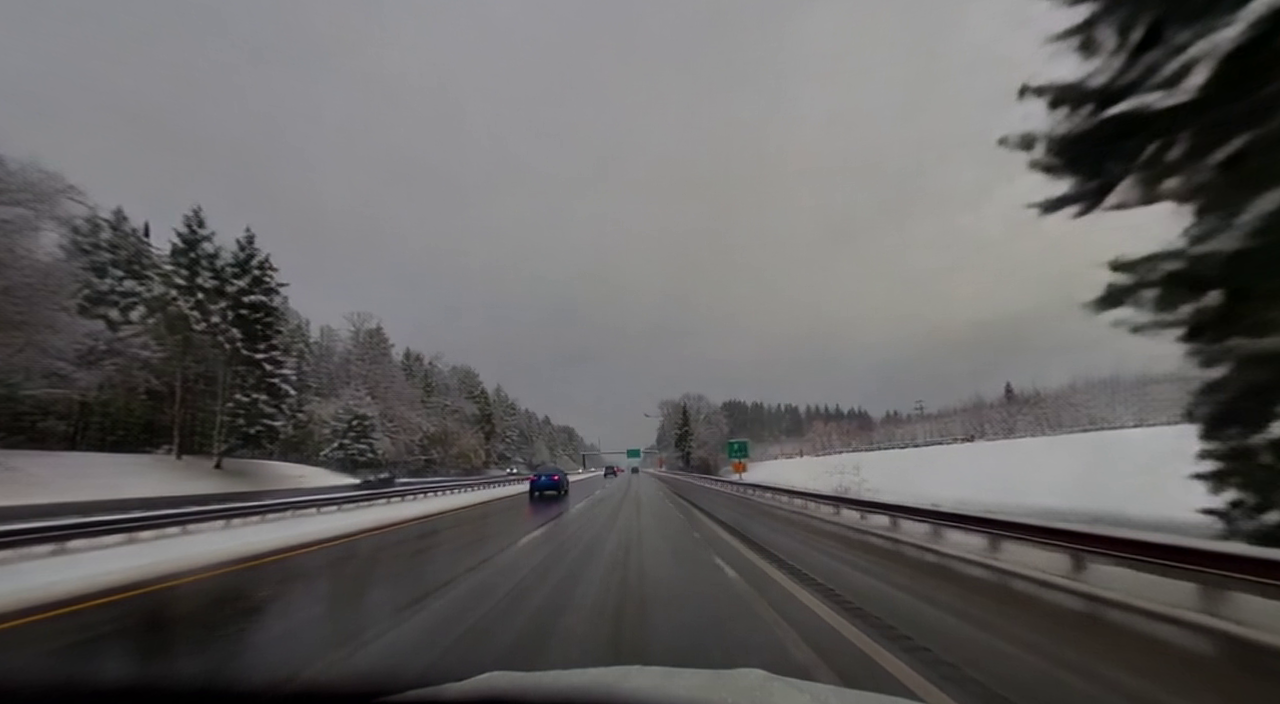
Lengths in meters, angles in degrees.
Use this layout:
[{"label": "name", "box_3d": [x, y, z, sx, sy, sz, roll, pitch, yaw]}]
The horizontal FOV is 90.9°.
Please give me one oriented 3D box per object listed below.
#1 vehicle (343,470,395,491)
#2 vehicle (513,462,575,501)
[{"label": "vehicle", "box_3d": [-20.533, 9.758, 47.907, 1.800, 1.469, 4.703, 1, -10, 0]}, {"label": "vehicle", "box_3d": [-4.039, 5.545, 27.131, 1.954, 1.509, 4.094, 1, -11, 1]}]
